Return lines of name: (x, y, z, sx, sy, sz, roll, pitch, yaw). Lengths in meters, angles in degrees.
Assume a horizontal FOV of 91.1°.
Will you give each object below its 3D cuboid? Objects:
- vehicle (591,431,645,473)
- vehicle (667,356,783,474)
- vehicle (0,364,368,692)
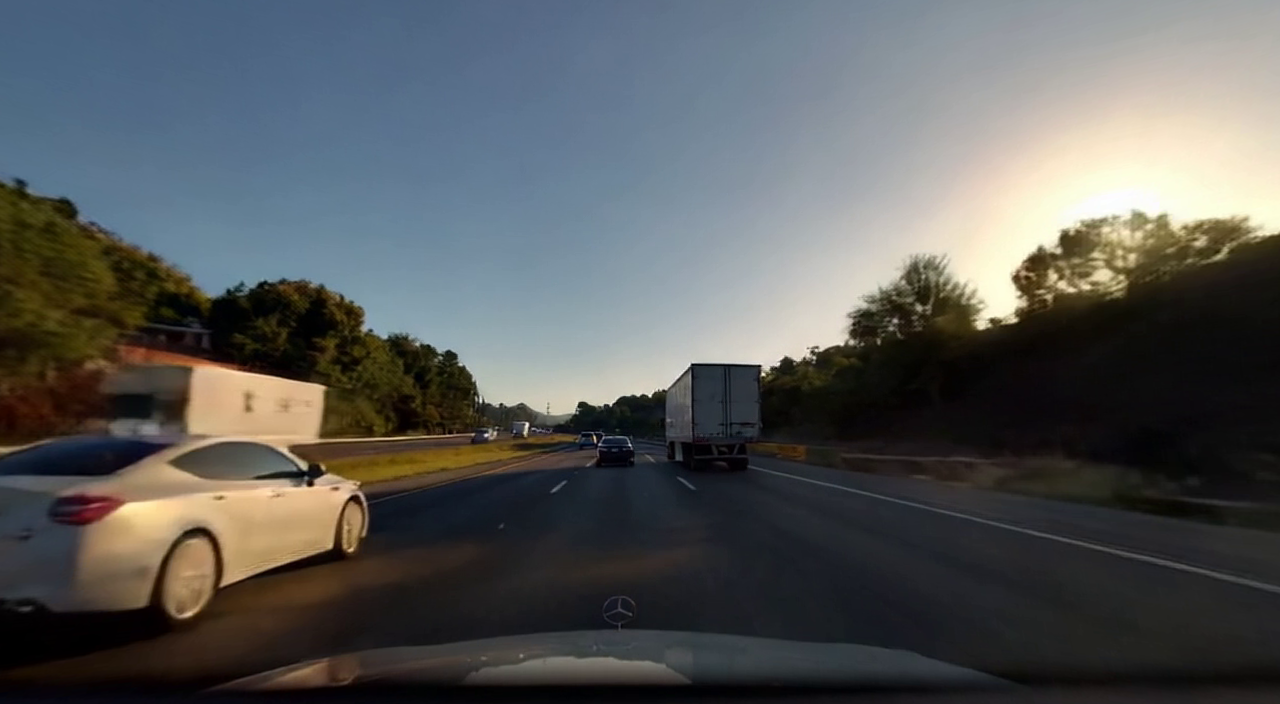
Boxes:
vehicle: (-0.868, 4.059, 25.668, 2.048, 1.563, 4.087, 0, -8, -1)
vehicle: (3.279, 3.189, 29.278, 2.946, 4.111, 14.652, 0, -8, -2)
vehicle: (-4.497, 1.222, 5.365, 2.264, 1.699, 4.648, 0, -8, 0)
